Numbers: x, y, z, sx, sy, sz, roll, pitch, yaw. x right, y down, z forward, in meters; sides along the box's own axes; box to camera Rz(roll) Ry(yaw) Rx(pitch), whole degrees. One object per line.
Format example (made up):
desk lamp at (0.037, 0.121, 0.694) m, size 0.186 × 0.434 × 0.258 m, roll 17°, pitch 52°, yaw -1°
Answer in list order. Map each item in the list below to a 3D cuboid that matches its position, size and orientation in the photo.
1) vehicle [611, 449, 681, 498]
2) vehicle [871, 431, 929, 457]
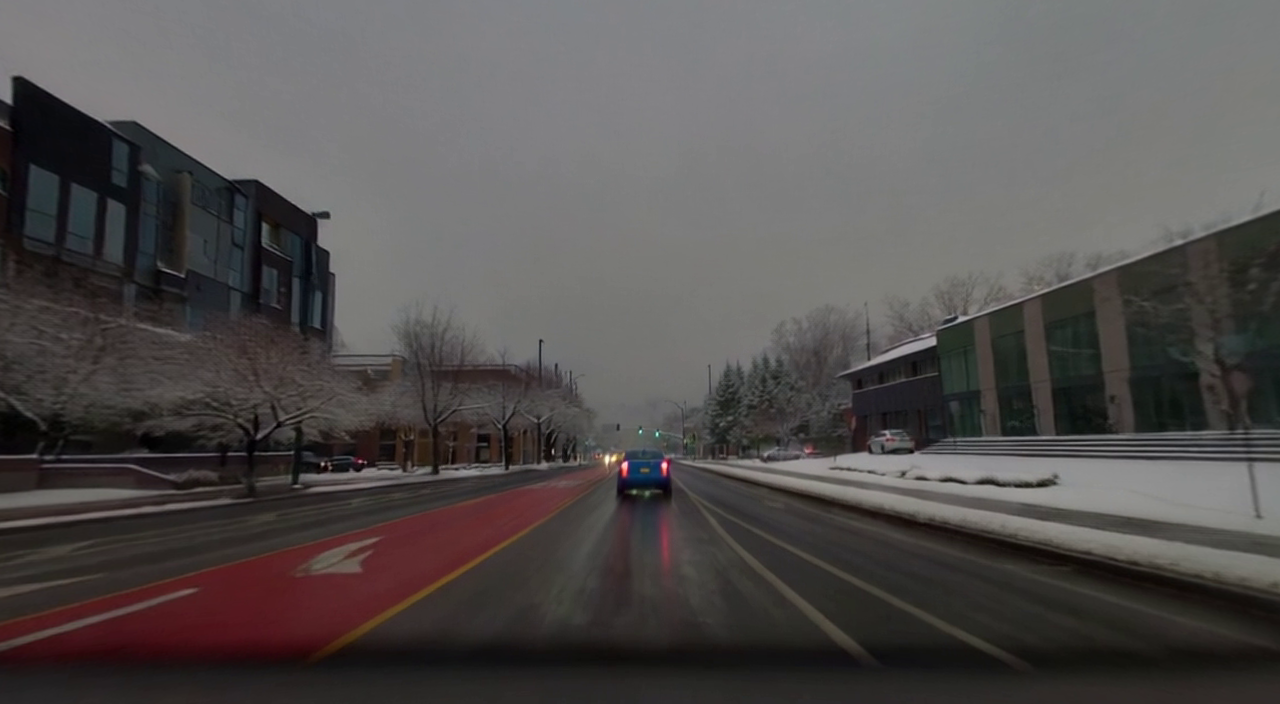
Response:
vehicle at (0.167, 3.919, 20.689) m, size 2.063 × 1.442 × 4.135 m, roll 0°, pitch -9°, yaw 0°
vehicle at (15.662, 5.614, 38.201) m, size 1.979 × 1.460 × 3.848 m, roll -1°, pitch -10°, yaw 2°
